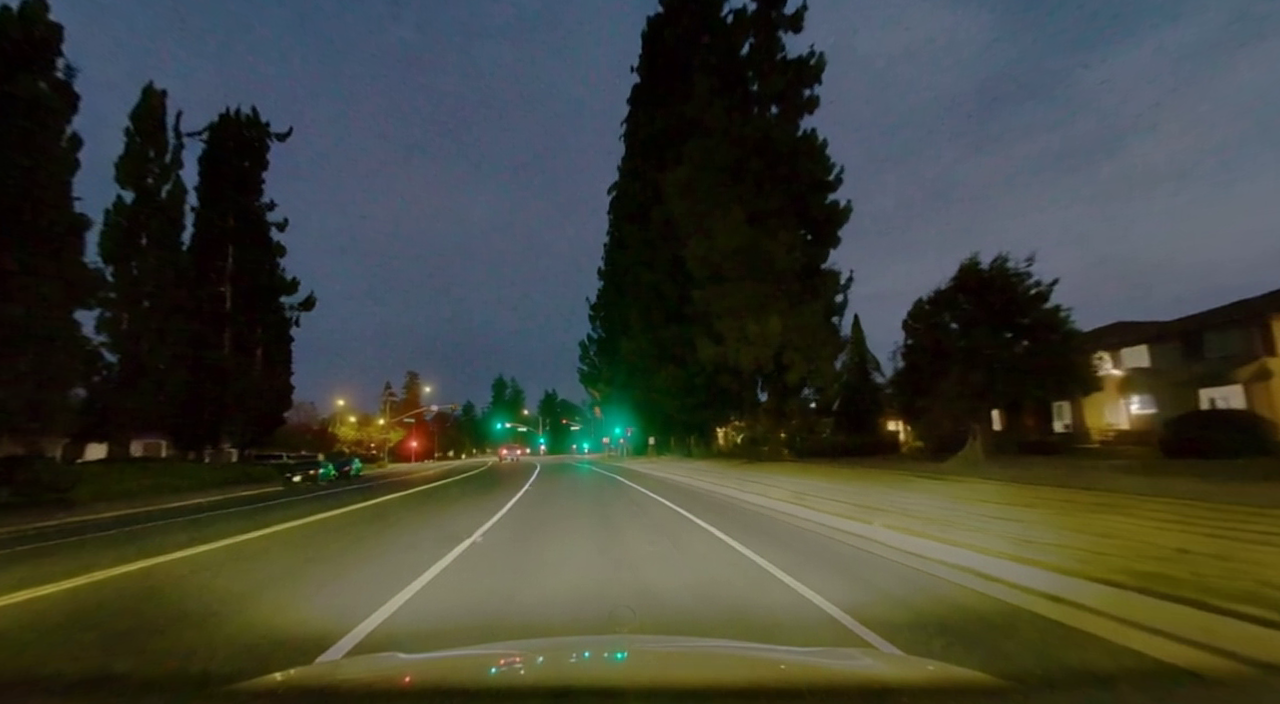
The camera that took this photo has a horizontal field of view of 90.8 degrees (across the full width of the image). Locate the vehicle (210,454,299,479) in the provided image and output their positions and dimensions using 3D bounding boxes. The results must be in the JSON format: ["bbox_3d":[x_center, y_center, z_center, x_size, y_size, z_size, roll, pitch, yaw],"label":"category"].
[{"bbox_3d":[-27.394,8.131,45.014,4.887,1.517,2.007,4,-8,-11],"label":"vehicle"}]

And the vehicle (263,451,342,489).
[{"bbox_3d":[-18.002,6.296,34.021,2.029,1.726,5.366,-3,-9,-8],"label":"vehicle"}]
